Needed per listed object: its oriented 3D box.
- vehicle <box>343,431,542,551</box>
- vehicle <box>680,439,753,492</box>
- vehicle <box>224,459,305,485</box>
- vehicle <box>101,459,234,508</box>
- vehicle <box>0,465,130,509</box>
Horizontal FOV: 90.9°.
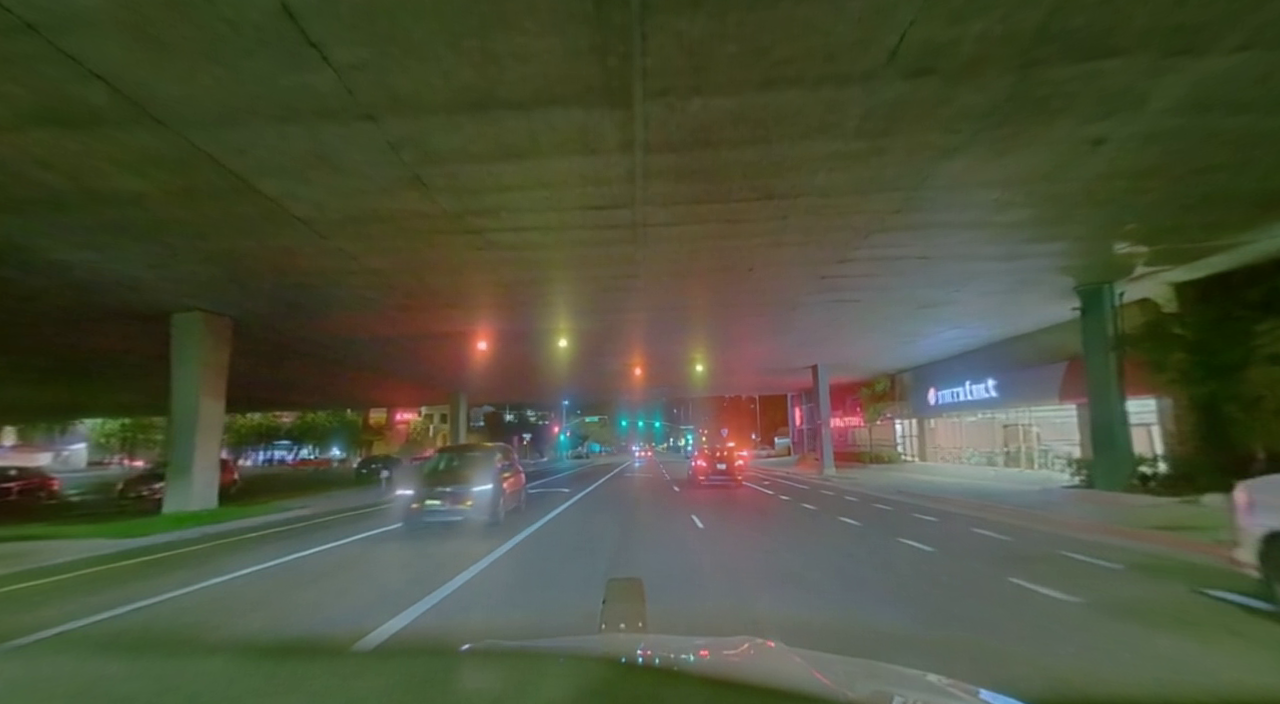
[{"bbox_3d":[-3.099,2.262,10.984,2.076,1.653,4.152,0,-8,1],"label":"vehicle"},{"bbox_3d":[2.446,3.744,21.122,1.947,1.576,3.825,0,-8,-1],"label":"vehicle"},{"bbox_3d":[-24.370,7.794,41.210,2.128,1.493,4.955,-1,-8,2],"label":"vehicle"},{"bbox_3d":[-18.179,5.031,24.566,1.778,1.629,4.330,0,-8,1],"label":"vehicle"},{"bbox_3d":[-24.659,5.715,27.032,1.771,1.516,4.508,0,-8,0],"label":"vehicle"}]
